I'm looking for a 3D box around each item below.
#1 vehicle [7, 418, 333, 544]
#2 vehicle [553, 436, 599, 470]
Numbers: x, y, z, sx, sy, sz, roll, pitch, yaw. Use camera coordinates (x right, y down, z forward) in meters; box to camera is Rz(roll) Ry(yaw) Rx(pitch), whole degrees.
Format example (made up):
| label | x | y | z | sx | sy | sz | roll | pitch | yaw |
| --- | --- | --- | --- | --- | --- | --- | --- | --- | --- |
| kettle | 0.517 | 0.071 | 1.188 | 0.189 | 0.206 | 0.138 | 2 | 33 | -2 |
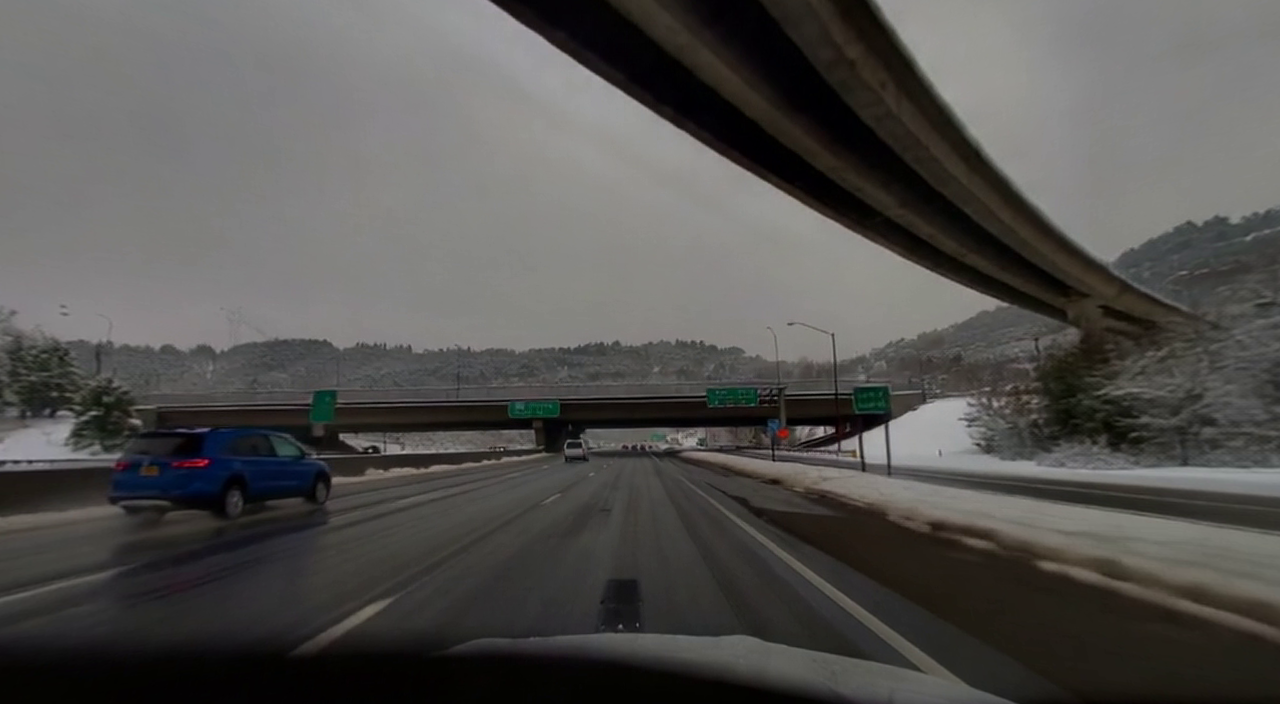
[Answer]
| label | x | y | z | sx | sy | sz | roll | pitch | yaw |
| --- | --- | --- | --- | --- | --- | --- | --- | --- | --- |
| vehicle | -7.613 | 2.121 | 11.032 | 2.092 | 1.712 | 4.627 | 0 | -9 | 1 |
| vehicle | -3.702 | 5.947 | 37.348 | 2.144 | 1.847 | 4.850 | 0 | -8 | 1 |
